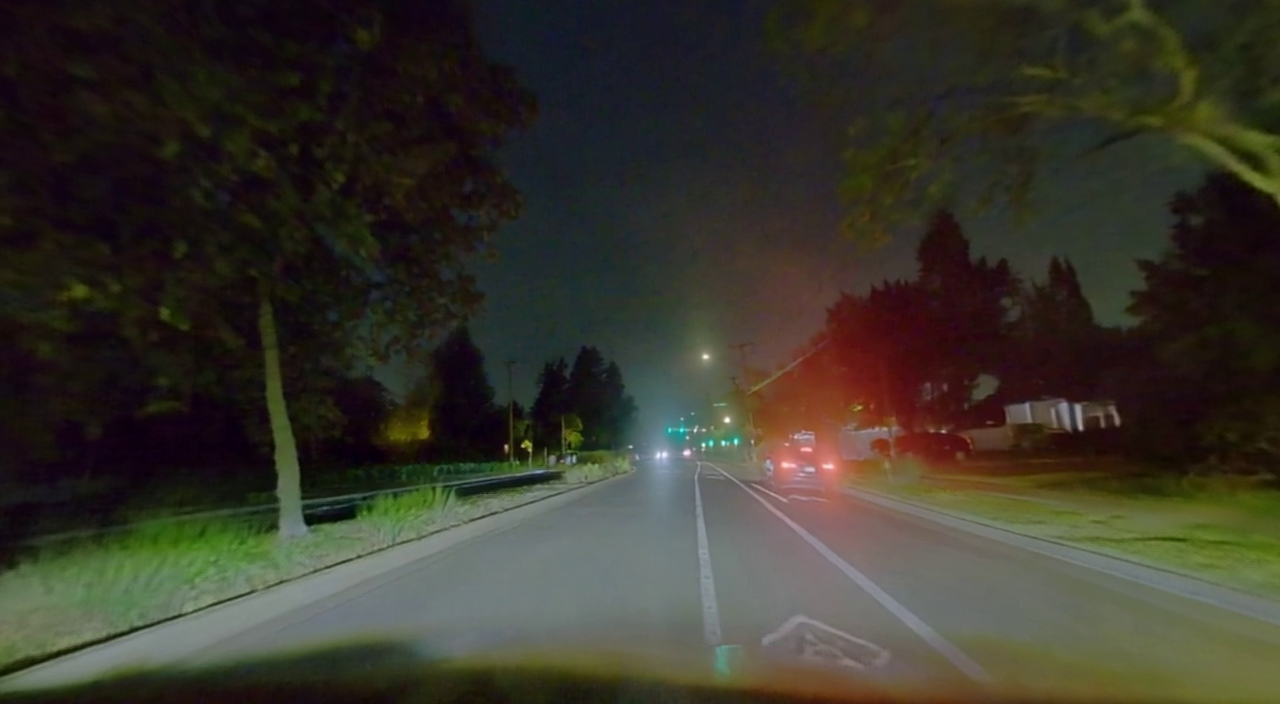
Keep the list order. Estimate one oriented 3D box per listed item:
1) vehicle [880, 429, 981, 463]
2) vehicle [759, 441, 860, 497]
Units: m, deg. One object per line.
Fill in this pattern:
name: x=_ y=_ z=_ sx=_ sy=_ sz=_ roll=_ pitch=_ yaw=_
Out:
vehicle: x=13.634 y=4.448 z=29.766 sx=3.827 sy=1.512 sz=1.855 roll=-1 pitch=-8 yaw=5
vehicle: x=5.119 y=3.558 z=19.723 sx=1.979 sy=1.524 sz=4.578 roll=0 pitch=-8 yaw=1
